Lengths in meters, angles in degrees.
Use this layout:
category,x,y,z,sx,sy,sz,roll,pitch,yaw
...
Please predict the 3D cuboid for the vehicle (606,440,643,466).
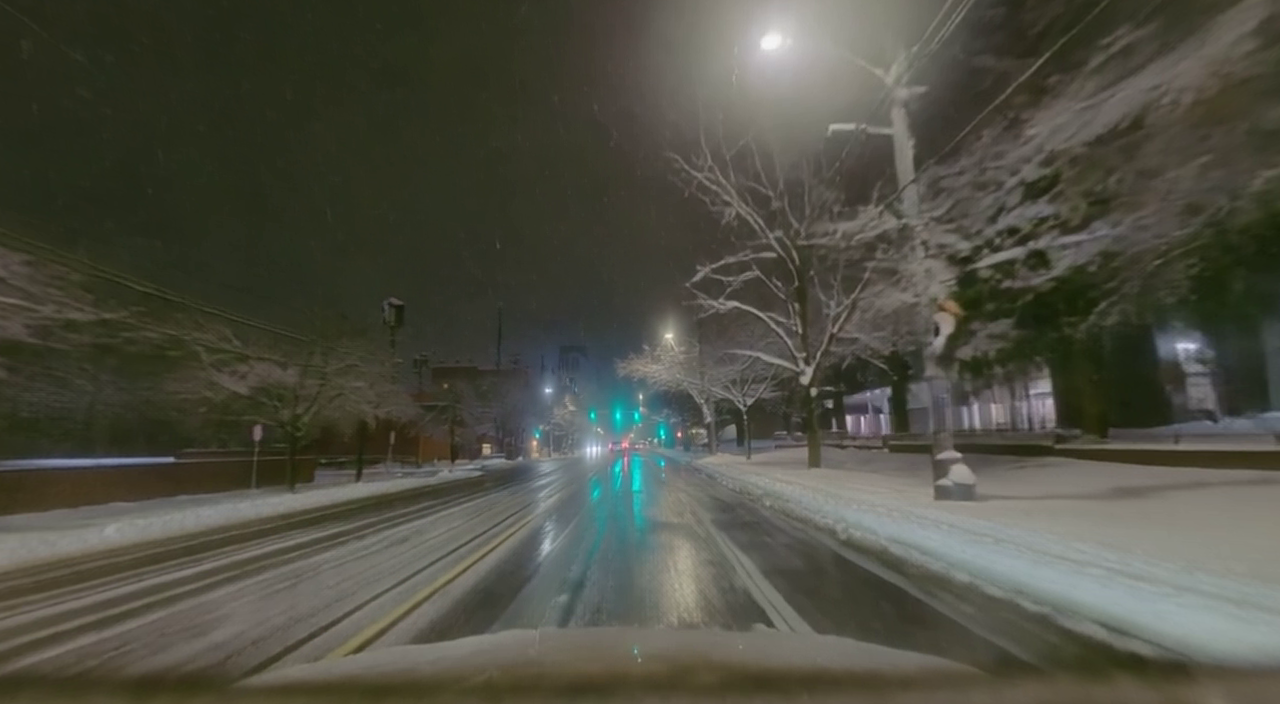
category,x,y,z,sx,sy,sz,roll,pitch,yaw
vehicle,-0.963,6.063,38.300,2.131,1.474,4.146,1,-8,-2
